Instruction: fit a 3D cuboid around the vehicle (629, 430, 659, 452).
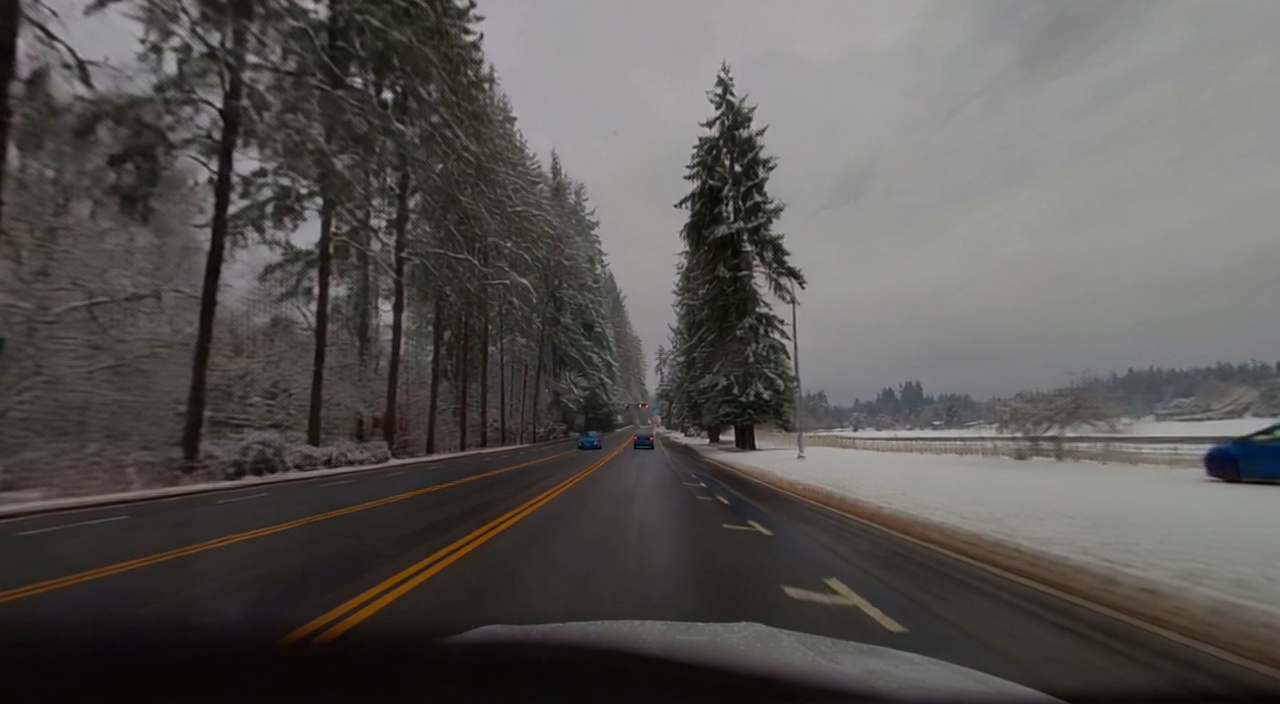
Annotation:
[{"bbox_3d":[0.309,6.465,45.827,2.067,1.486,3.861,0,-8,1],"label":"vehicle"}]
